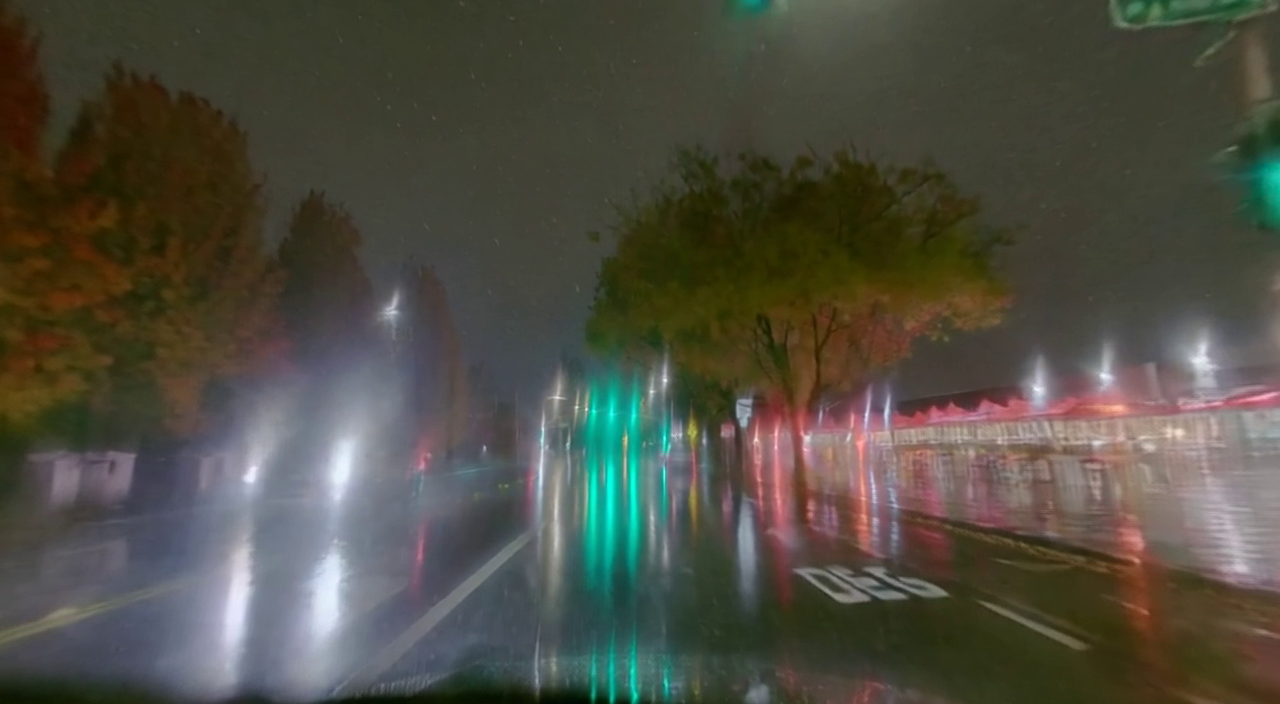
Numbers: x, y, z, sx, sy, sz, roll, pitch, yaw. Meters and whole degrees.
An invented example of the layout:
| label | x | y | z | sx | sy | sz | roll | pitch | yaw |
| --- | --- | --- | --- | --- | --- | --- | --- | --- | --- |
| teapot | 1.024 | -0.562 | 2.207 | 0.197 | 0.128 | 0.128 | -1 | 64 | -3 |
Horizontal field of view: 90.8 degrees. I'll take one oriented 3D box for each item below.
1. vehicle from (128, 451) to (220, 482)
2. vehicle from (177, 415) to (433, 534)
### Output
| label | x | y | z | sx | sy | sz | roll | pitch | yaw |
| --- | --- | --- | --- | --- | --- | --- | --- | --- | --- |
| vehicle | -22.875 | 5.617 | 31.177 | 1.739 | 1.373 | 3.759 | 0 | -9 | -1 |
| vehicle | -6.409 | 2.404 | 13.110 | 2.545 | 1.943 | 5.168 | 0 | -8 | -1 |
